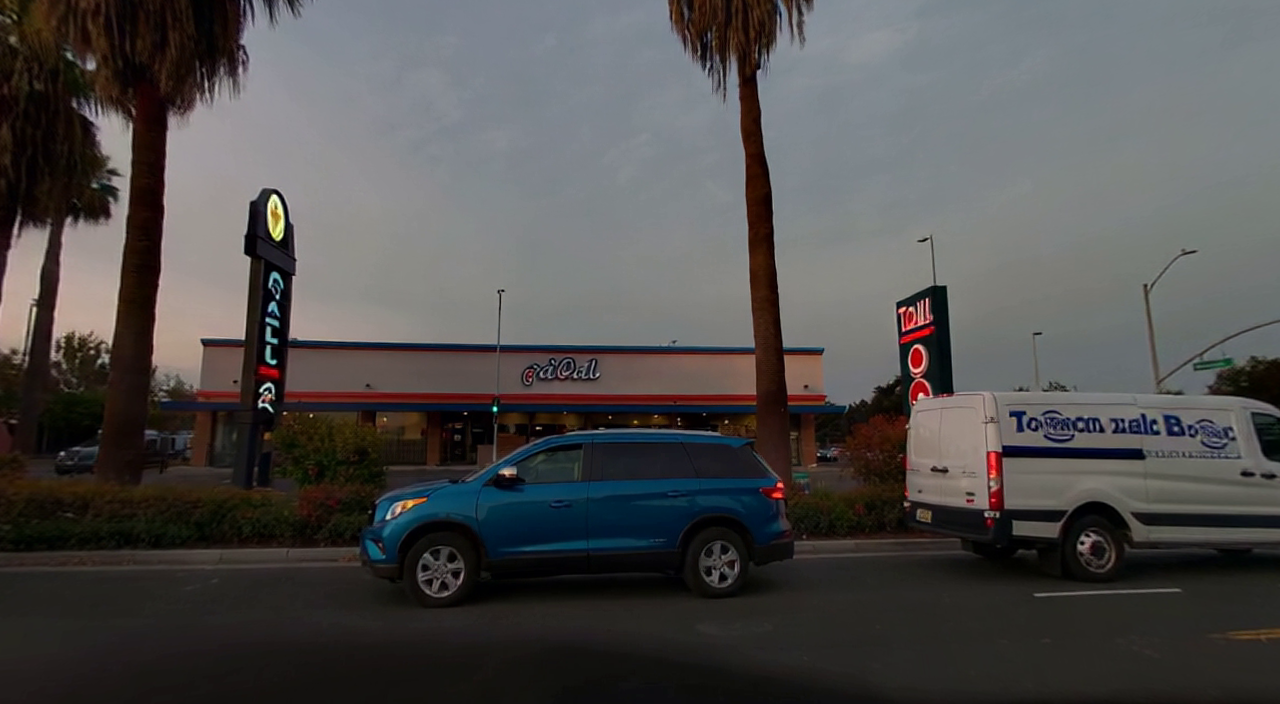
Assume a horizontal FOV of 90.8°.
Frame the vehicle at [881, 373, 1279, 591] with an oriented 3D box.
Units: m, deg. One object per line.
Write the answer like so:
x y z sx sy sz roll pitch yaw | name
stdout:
6.644 1.540 8.036 6.246 2.202 2.277 1 -9 -7 | vehicle

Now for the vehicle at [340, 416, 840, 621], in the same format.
-0.483 1.627 6.848 4.493 1.728 2.137 1 -9 -9 | vehicle

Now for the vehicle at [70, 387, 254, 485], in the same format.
-21.664 3.968 29.436 3.034 3.929 7.699 1 -9 -6 | vehicle
